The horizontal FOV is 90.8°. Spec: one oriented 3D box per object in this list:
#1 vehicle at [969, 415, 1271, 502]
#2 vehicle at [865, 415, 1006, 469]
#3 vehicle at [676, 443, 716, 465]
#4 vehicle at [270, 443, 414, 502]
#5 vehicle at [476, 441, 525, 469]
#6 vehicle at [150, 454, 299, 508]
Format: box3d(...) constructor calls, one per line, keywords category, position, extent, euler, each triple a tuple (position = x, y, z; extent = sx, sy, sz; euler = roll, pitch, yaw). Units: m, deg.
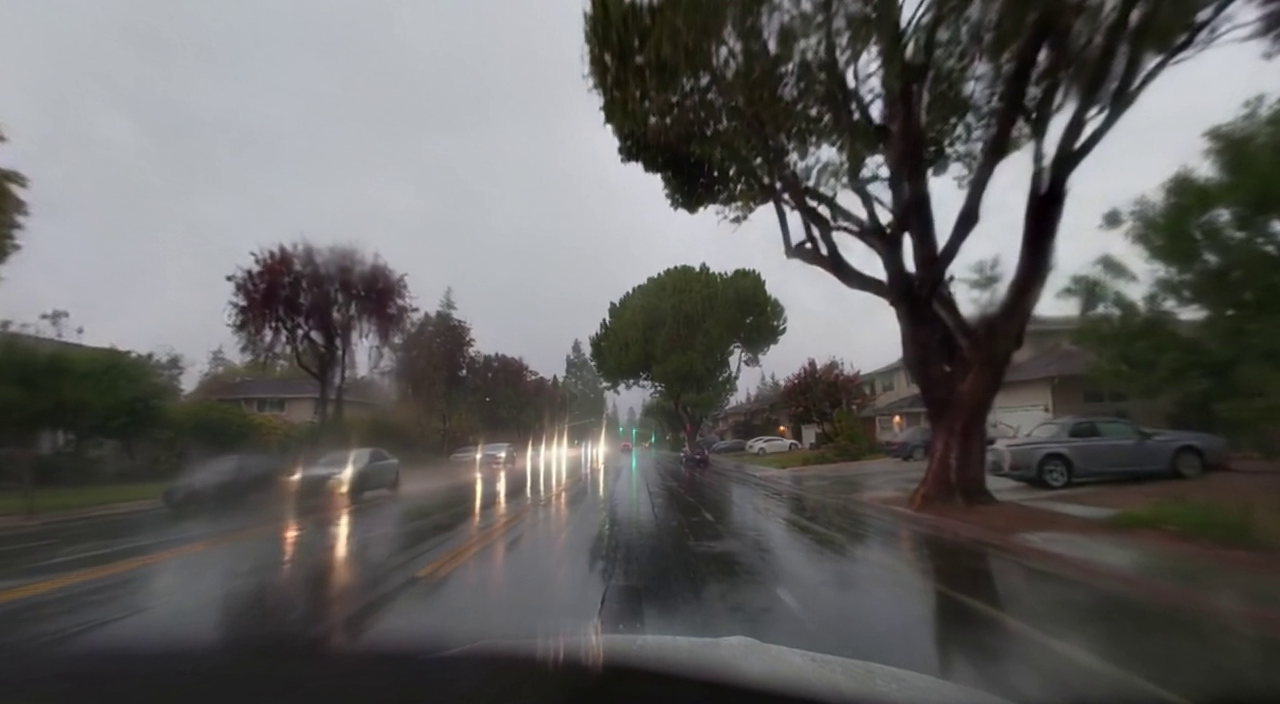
box3d(category="vehicle", position=(9.701, 2.171, 13.079), extent=(4.690, 1.579, 1.878), euler=(-1, -8, -1))
box3d(category="vehicle", position=(11.931, 3.659, 25.737), extent=(4.625, 1.711, 1.910), euler=(-5, -8, 1))
box3d(category="vehicle", position=(3.809, 7.045, 43.984), extent=(1.946, 1.431, 4.695), euler=(1, -8, -5))
box3d(category="vehicle", position=(-8.520, 3.453, 18.648), extent=(1.973, 1.509, 4.651), euler=(0, -8, 0))
box3d(category="vehicle", position=(-8.738, 6.488, 39.937), extent=(2.030, 1.632, 4.520), euler=(0, -8, 0))
box3d(category="vehicle", position=(-13.346, 4.121, 20.689), extent=(1.850, 1.472, 4.511), euler=(0, -8, -1))
